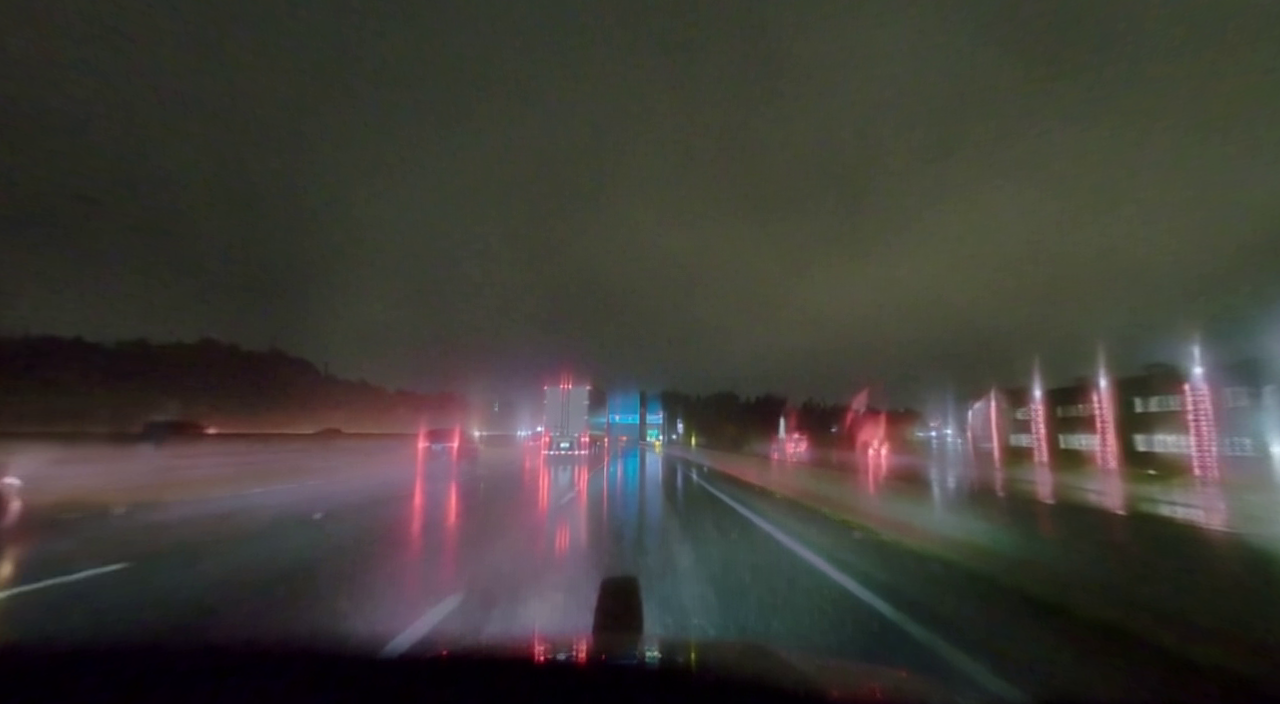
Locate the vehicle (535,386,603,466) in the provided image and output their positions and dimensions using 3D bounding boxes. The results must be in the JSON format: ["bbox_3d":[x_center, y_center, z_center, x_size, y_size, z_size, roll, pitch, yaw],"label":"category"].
[{"bbox_3d":[-3.970,4.612,37.989,3.002,3.987,12.477,-1,-8,-2],"label":"vehicle"}]

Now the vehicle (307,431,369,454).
[{"bbox_3d":[-20.561,6.202,43.048,2.075,1.482,4.428,0,-8,0],"label":"vehicle"}]

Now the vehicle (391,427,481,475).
[{"bbox_3d":[-7.798,3.807,24.550,2.075,1.691,4.431,0,-8,0],"label":"vehicle"}]

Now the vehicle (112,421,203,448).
[{"bbox_3d":[-28.182,4.856,36.909,1.823,1.471,4.473,0,-8,0],"label":"vehicle"}]
